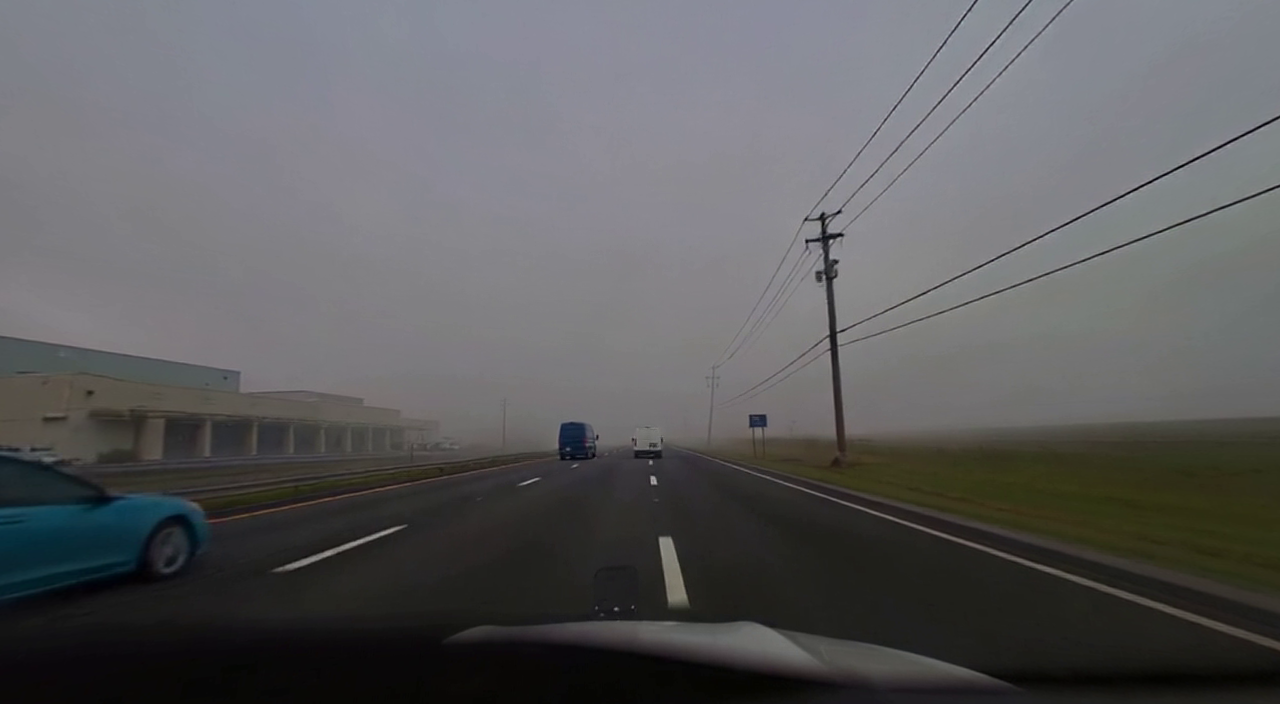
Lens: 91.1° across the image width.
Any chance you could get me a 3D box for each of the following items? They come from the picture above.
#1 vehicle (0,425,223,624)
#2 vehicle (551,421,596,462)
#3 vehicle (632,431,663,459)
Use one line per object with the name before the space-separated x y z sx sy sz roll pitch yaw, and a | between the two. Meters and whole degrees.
vehicle | -5.811 1.281 4.622 2.087 1.464 4.853 0 -8 1
vehicle | -4.659 6.377 45.163 2.437 2.677 6.858 0 -8 0
vehicle | 0.518 7.000 47.527 2.213 1.997 4.456 0 -8 -1
